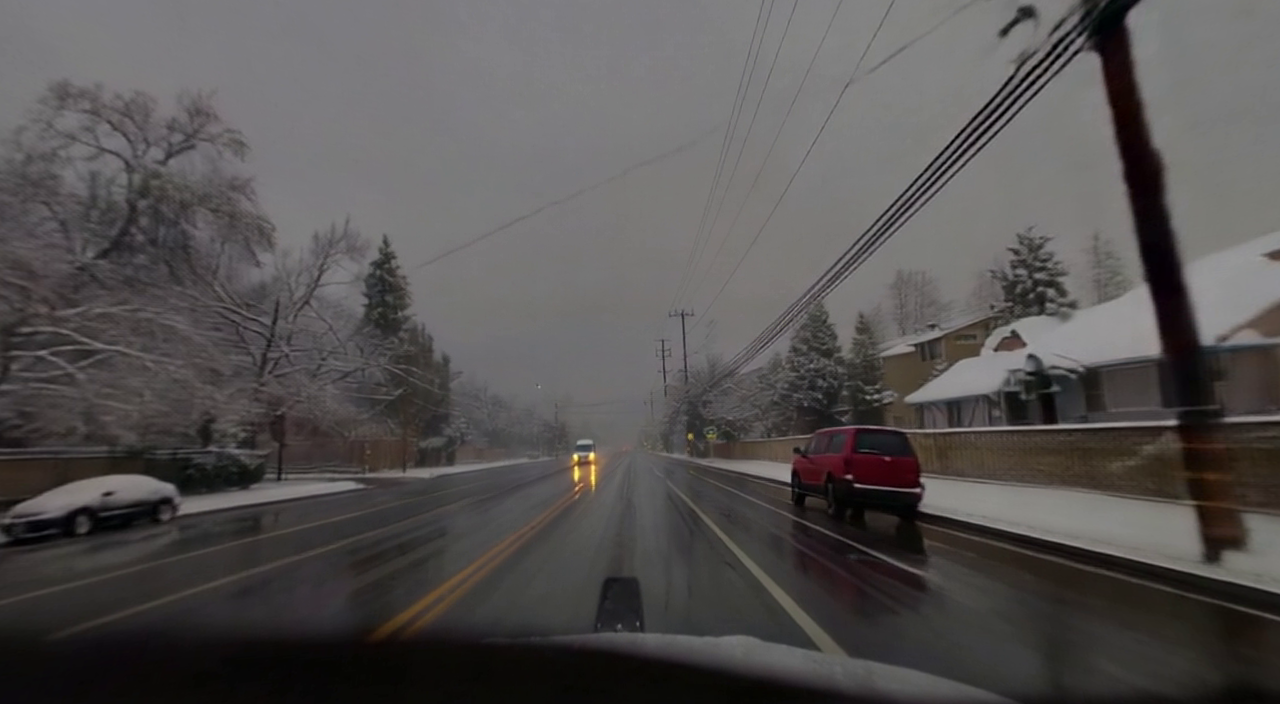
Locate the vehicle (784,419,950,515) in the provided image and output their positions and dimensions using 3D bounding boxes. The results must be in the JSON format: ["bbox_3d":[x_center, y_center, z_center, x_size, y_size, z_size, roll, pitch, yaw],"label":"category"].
[{"bbox_3d":[5.419,2.846,16.143,2.238,1.995,5.491,0,-9,1],"label":"vehicle"}]

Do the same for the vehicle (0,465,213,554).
[{"bbox_3d":[-13.197,3.712,15.513,2.106,1.606,4.804,-2,-8,0],"label":"vehicle"}]

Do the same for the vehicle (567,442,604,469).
[{"bbox_3d":[-4.084,7.861,48.132,2.357,1.893,5.084,0,-9,0],"label":"vehicle"}]
